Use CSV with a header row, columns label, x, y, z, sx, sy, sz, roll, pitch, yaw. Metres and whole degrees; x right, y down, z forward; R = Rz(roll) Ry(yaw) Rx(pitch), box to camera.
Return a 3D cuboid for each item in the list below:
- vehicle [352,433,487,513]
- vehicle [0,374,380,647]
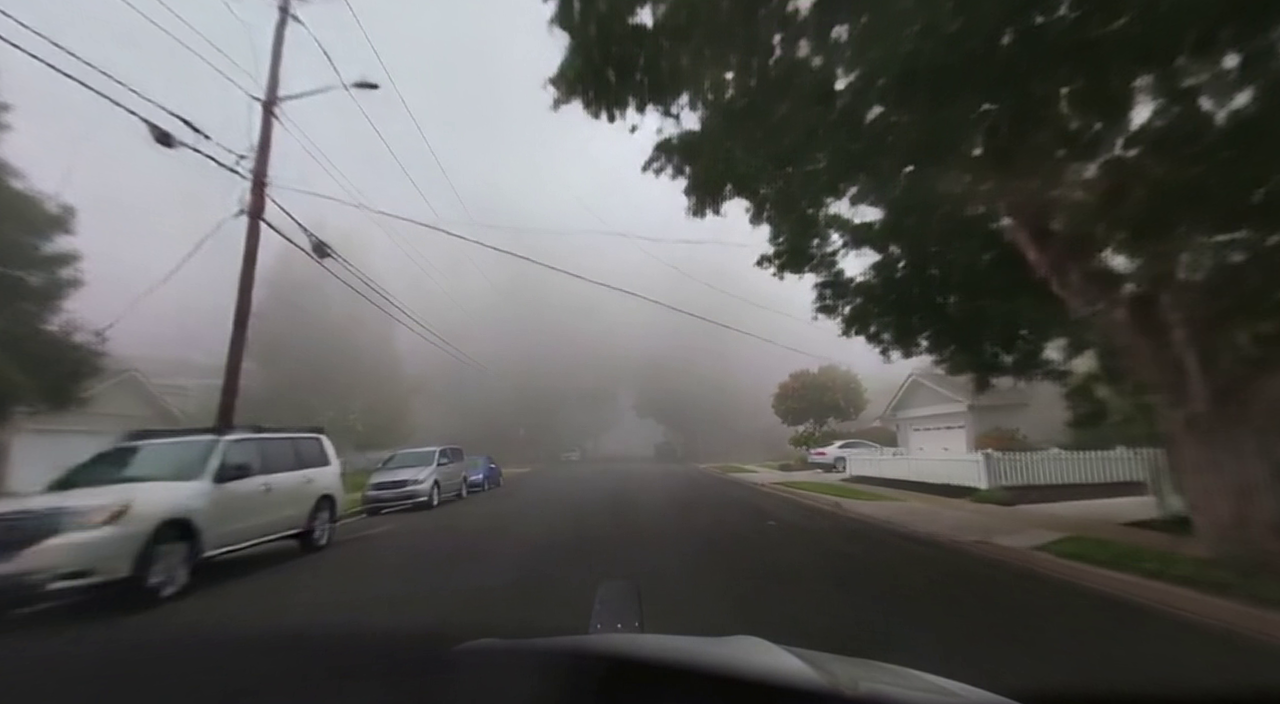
label,x,y,z,sx,sy,sz,roll,pitch,yaw
vehicle,-5.956,3.305,17.856,2.015,1.766,5.450,-3,-8,-2
vehicle,-5.585,1.686,7.679,2.411,1.979,5.915,-5,-8,-1
